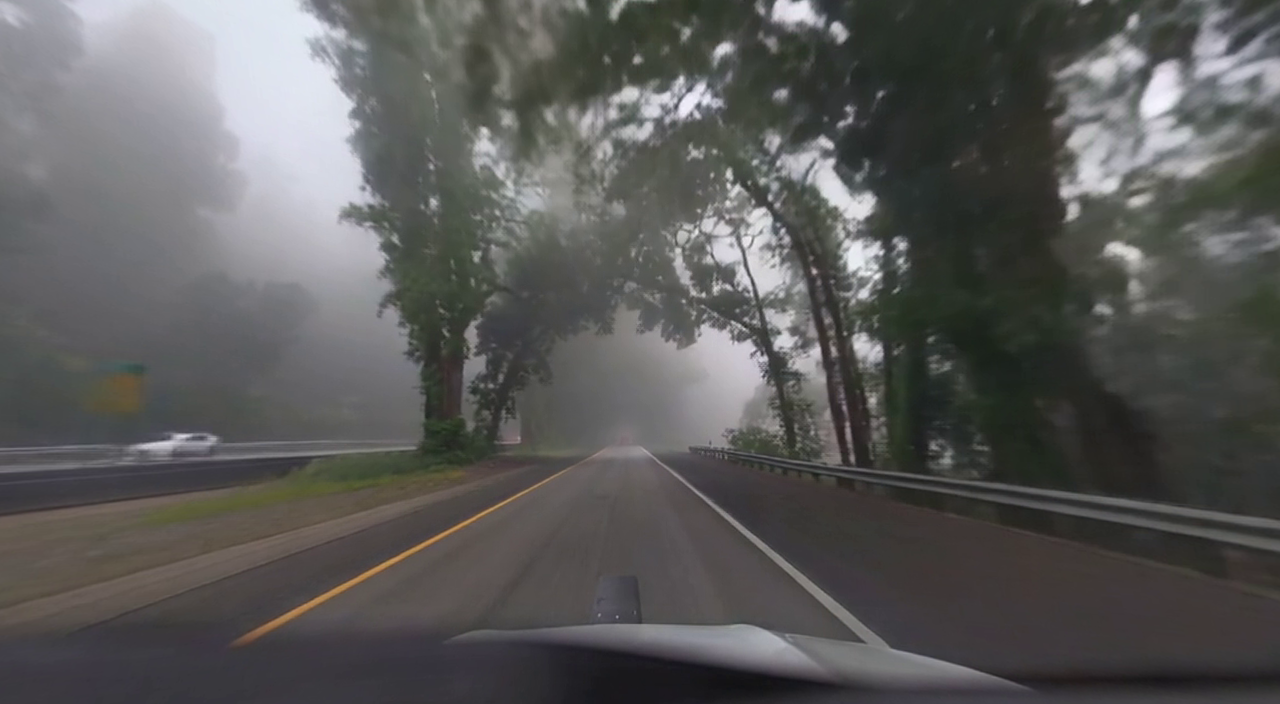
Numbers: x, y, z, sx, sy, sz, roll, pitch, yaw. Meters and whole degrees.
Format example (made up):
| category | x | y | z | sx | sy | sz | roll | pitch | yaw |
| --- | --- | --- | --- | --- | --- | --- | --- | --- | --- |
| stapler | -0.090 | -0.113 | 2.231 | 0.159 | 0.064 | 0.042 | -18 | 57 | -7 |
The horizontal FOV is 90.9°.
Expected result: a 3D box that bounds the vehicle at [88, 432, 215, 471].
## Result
| category | x | y | z | sx | sy | sz | roll | pitch | yaw |
| --- | --- | --- | --- | --- | --- | --- | --- | --- | --- |
| vehicle | -20.153 | 4.107 | 26.282 | 1.870 | 1.467 | 4.286 | 0 | -8 | -1 |
